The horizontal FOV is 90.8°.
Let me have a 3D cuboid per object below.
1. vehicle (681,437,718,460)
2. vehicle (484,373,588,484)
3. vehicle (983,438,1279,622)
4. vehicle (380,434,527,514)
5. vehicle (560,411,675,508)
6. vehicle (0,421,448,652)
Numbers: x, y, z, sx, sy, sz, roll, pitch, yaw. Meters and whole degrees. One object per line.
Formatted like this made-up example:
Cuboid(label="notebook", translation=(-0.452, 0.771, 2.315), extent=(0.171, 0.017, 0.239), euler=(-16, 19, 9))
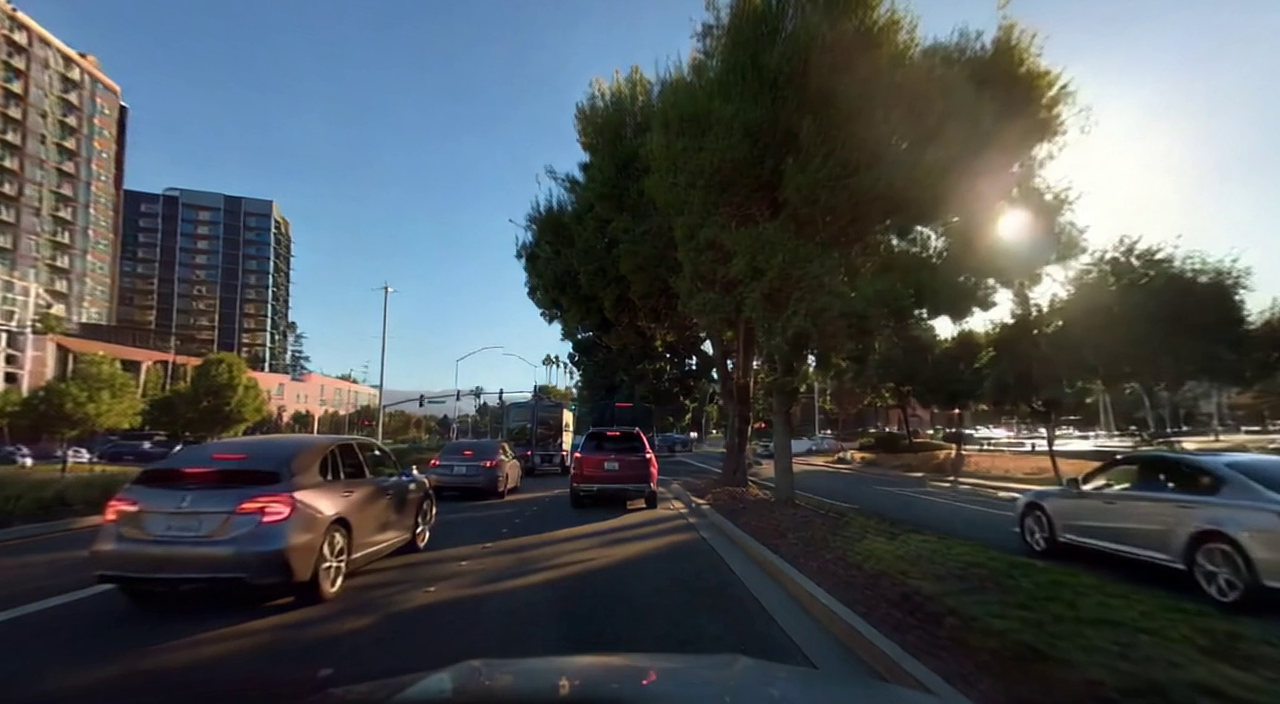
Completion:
Cuboid(label="vehicle", translation=(4.091, 6.728, 44.226), extent=(1.967, 1.480, 4.286), euler=(0, -8, -3))
Cuboid(label="vehicle", translation=(-4.073, 3.562, 28.239), extent=(2.918, 3.741, 13.683), euler=(0, -8, -2))
Cuboid(label="vehicle", translation=(5.995, 1.620, 6.504), extent=(2.077, 1.424, 4.869), euler=(0, -8, -2))
Cuboid(label="vehicle", translation=(-3.865, 2.587, 13.961), extent=(1.932, 1.472, 4.312), euler=(0, -8, 0))
Cuboid(label="vehicle", translation=(-0.509, 2.446, 14.744), extent=(2.260, 1.872, 4.578), euler=(0, -8, -2))
Cuboid(label="vehicle", translation=(-3.520, 1.497, 6.254), extent=(1.904, 1.460, 4.300), euler=(0, -8, -1))
